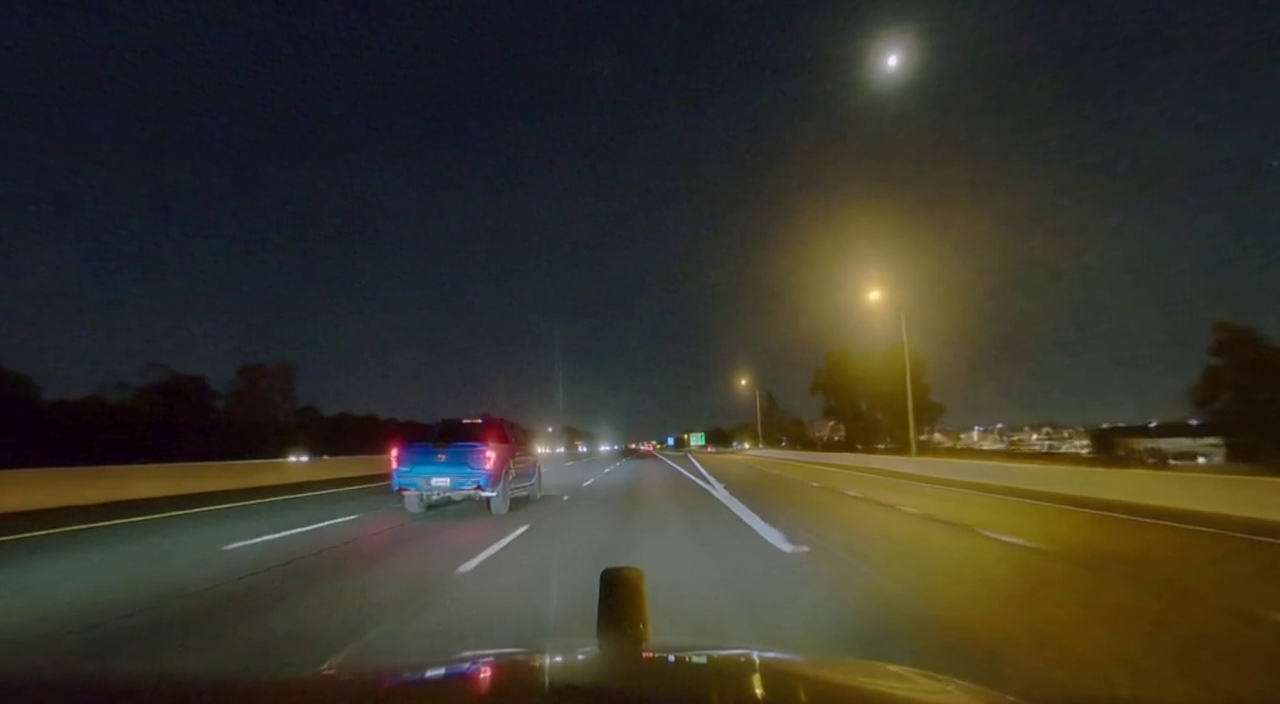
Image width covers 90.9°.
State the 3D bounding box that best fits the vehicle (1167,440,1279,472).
[{"bbox_3d":[45.095,7.996,48.765,3.014,2.325,6.479,0,-9,0],"label":"vehicle"}]

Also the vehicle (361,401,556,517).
[{"bbox_3d":[-3.686,2.372,14.478,2.601,2.084,6.068,0,-8,0],"label":"vehicle"}]
